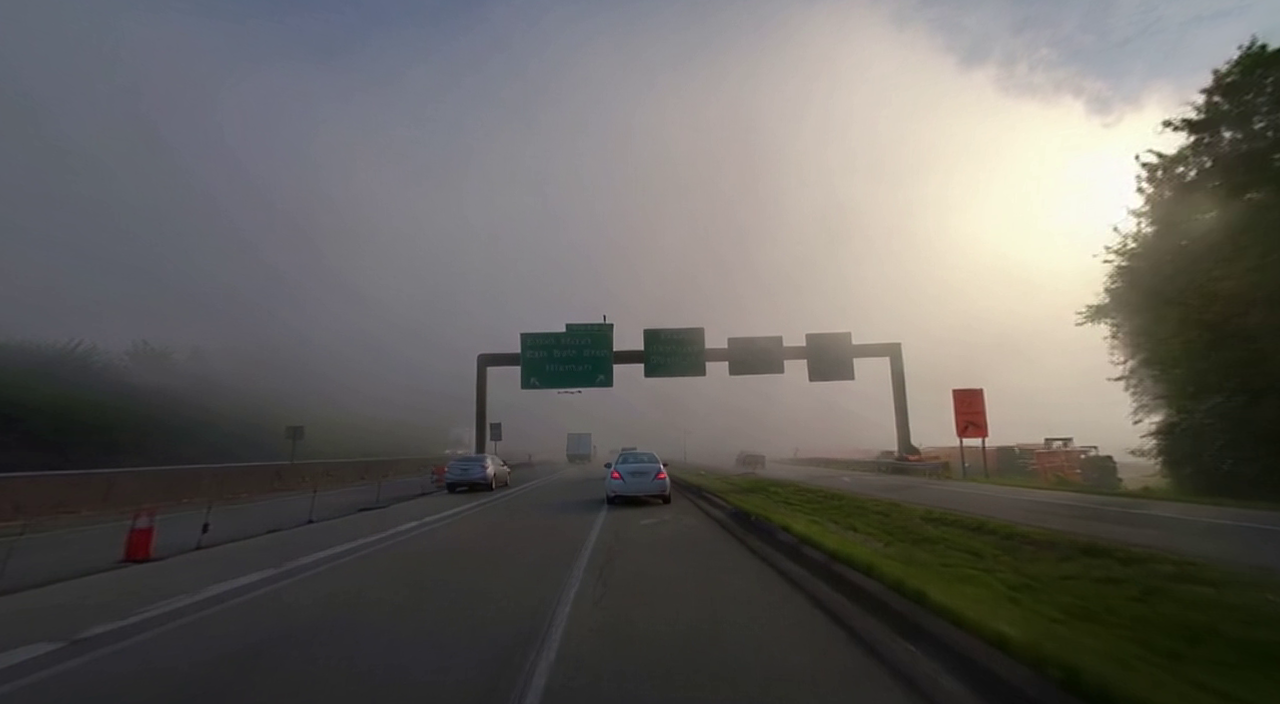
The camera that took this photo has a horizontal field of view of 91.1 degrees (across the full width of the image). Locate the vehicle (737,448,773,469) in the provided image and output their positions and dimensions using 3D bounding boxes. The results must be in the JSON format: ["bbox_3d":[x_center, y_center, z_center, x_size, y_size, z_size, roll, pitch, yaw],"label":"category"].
[{"bbox_3d":[8.448,7.884,46.467,1.871,1.460,3.754,0,-9,-2],"label":"vehicle"}]

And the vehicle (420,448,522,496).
[{"bbox_3d":[-5.473,3.940,20.927,2.063,1.417,4.000,-1,-9,4],"label":"vehicle"}]

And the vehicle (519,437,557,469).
[{"bbox_3d":[-7.650,7.620,47.485,2.204,2.295,4.830,0,-9,-2],"label":"vehicle"}]

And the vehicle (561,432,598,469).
[{"bbox_3d":[-4.583,7.584,48.484,2.326,2.645,6.249,0,-9,0],"label":"vehicle"}]

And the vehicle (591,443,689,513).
[{"bbox_3d":[-0.029,2.954,15.085,2.080,1.451,3.512,0,-9,-1],"label":"vehicle"}]
